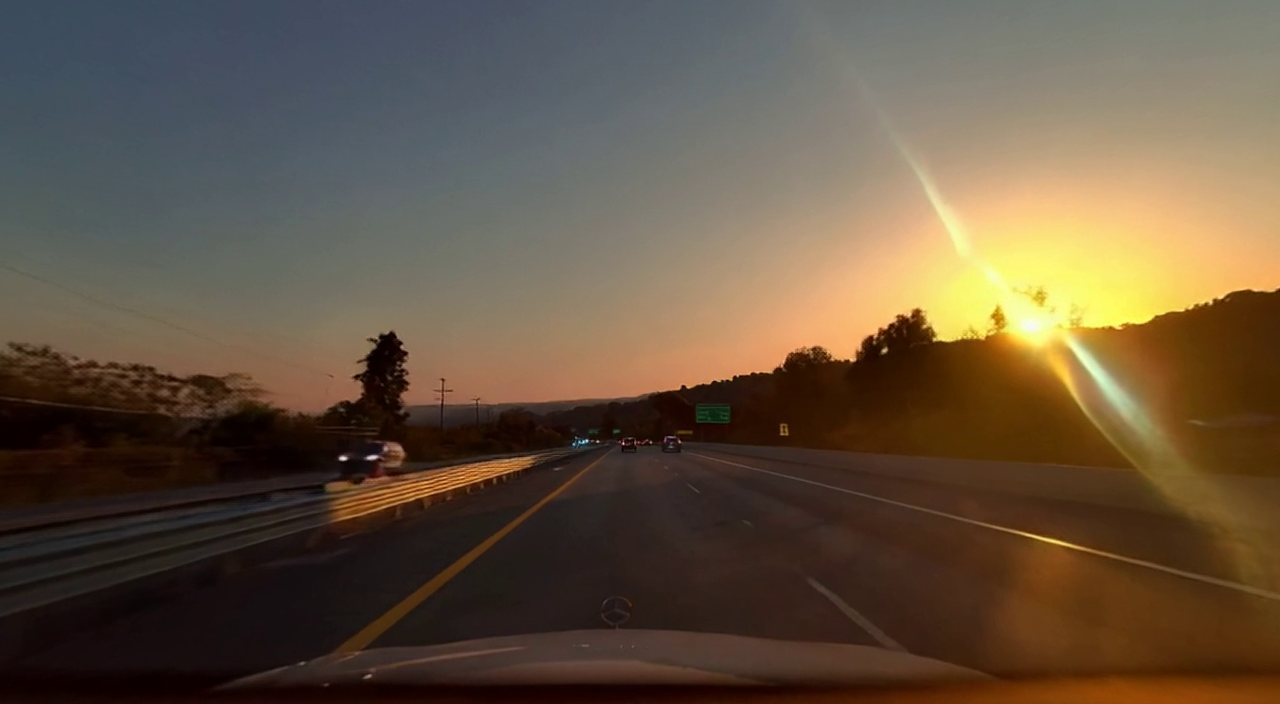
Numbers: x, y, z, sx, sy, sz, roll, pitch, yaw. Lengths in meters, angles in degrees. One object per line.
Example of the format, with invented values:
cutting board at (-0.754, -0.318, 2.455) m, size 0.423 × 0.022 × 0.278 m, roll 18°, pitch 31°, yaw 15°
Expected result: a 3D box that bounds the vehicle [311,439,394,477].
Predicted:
vehicle at (-13.704, 5.039, 30.355) m, size 1.939 × 1.662 × 4.341 m, roll 0°, pitch -8°, yaw -1°
